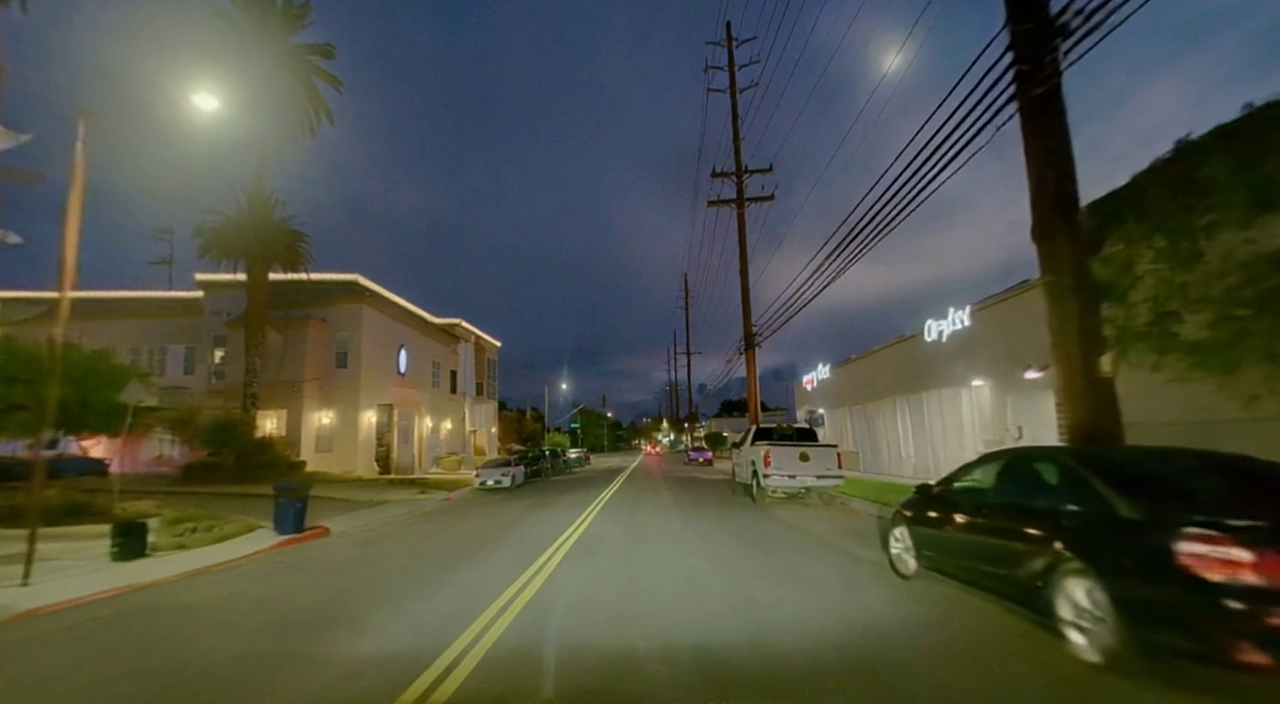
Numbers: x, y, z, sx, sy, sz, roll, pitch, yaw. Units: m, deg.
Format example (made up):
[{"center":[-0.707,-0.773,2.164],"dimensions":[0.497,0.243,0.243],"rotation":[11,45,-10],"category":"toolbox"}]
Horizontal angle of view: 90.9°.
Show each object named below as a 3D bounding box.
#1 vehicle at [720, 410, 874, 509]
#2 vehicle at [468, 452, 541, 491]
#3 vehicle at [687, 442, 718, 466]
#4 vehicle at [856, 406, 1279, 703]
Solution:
[{"center":[3.800,2.782,16.764],"dimensions":[2.485,2.123,6.029],"rotation":[0,-8,0],"category":"vehicle"},{"center":[-5.661,5.012,26.895],"dimensions":[1.982,1.453,4.577],"rotation":[-1,-8,2],"category":"vehicle"},{"center":[4.384,7.266,45.172],"dimensions":[1.948,1.607,4.873],"rotation":[-1,-8,3],"category":"vehicle"},{"center":[3.545,1.287,4.628],"dimensions":[2.060,1.513,4.741],"rotation":[0,-8,-2],"category":"vehicle"}]
